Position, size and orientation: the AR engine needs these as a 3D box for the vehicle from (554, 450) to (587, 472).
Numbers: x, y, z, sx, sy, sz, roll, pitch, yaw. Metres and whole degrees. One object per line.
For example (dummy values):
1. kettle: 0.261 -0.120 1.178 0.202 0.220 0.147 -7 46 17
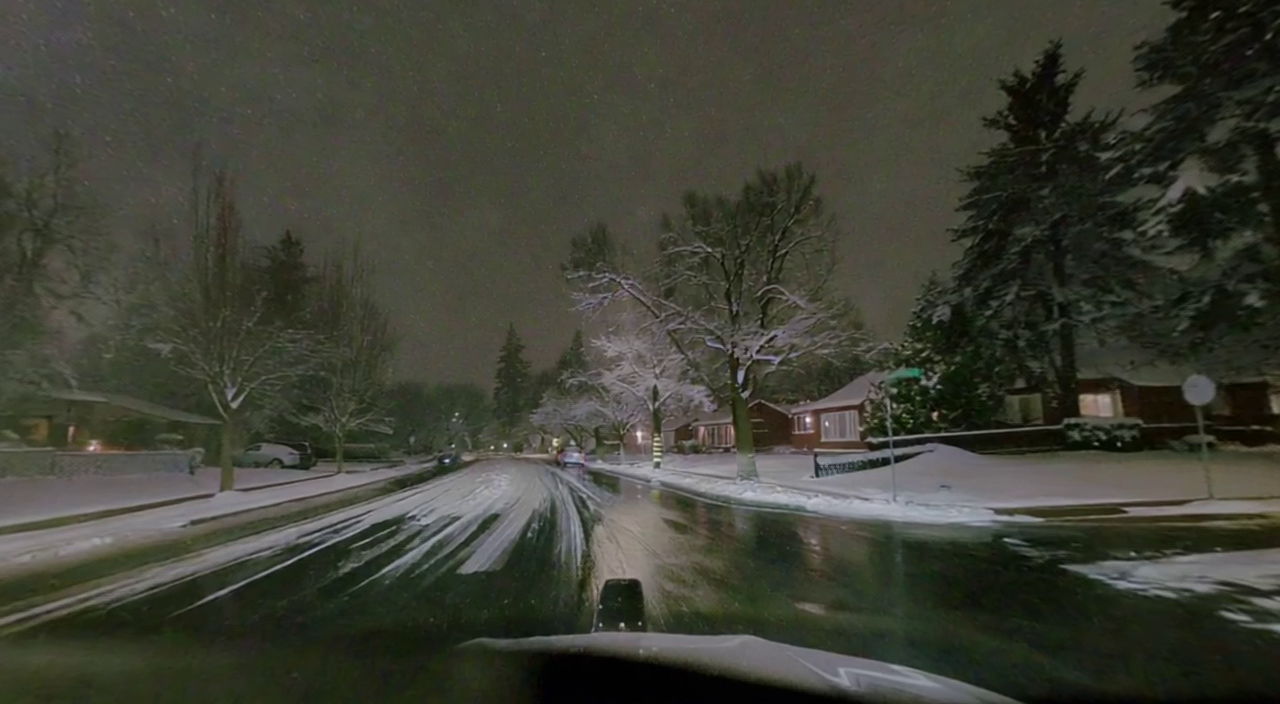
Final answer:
1. vehicle: -5.187 7.964 46.170 2.088 1.429 4.796 1 -9 -10

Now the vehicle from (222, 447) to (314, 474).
1. vehicle: -22.486 6.574 38.073 4.344 1.483 1.928 0 -8 -6
